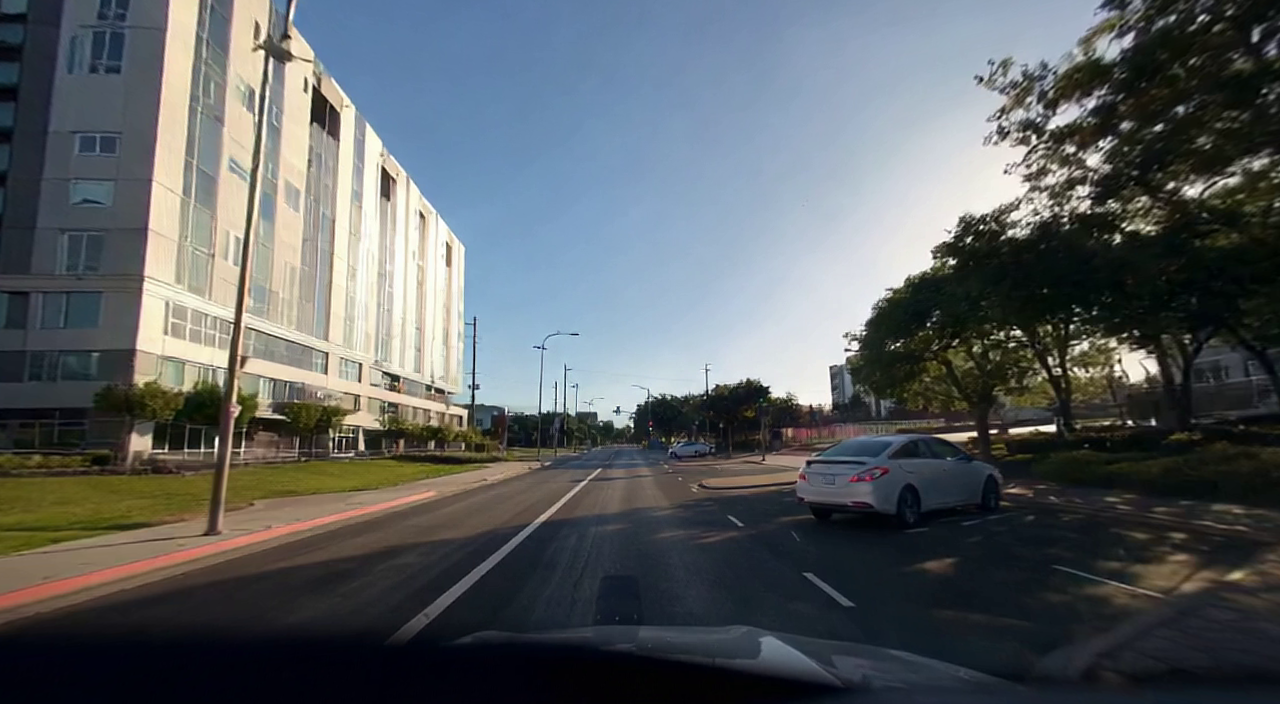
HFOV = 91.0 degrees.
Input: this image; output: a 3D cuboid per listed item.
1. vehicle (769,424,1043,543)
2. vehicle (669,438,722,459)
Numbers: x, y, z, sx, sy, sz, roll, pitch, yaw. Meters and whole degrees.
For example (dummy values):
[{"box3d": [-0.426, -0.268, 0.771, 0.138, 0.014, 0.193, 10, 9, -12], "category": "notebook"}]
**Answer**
[{"box3d": [4.359, 1.929, 10.013, 4.655, 1.460, 1.878, 6, -10, -37], "category": "vehicle"}, {"box3d": [4.394, 7.638, 49.825, 3.844, 1.524, 1.847, 5, -10, -32], "category": "vehicle"}]
